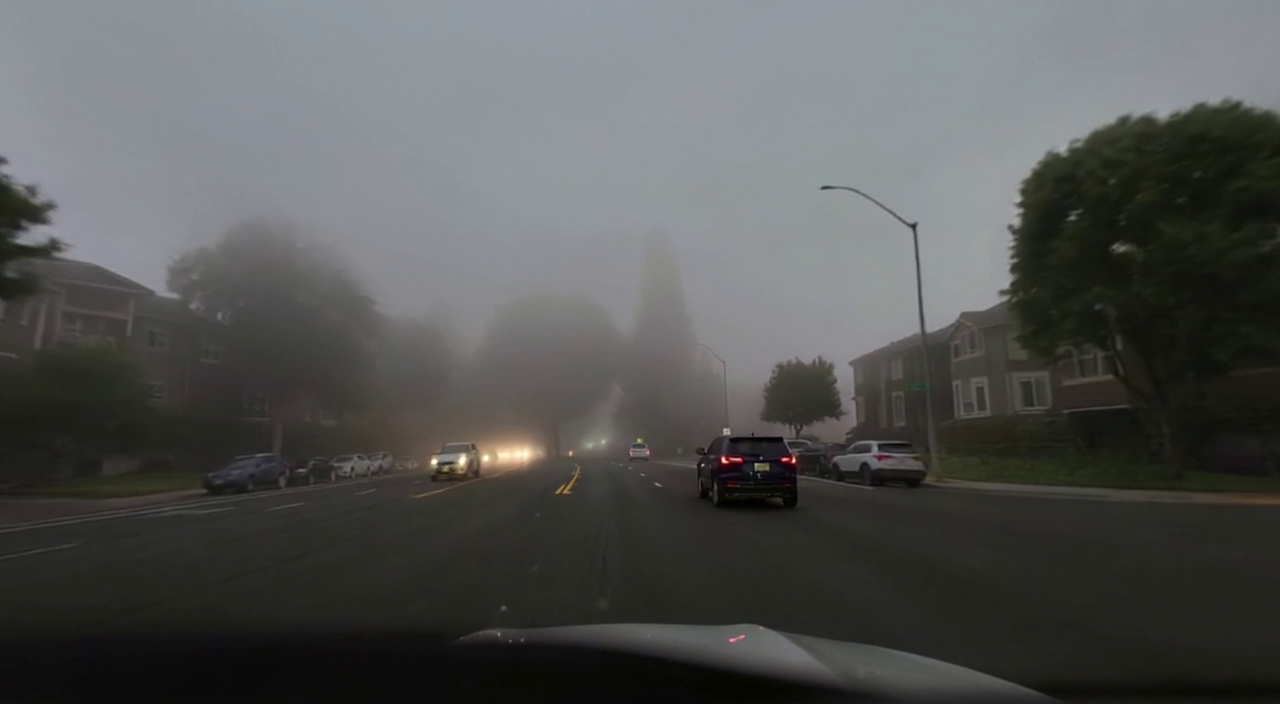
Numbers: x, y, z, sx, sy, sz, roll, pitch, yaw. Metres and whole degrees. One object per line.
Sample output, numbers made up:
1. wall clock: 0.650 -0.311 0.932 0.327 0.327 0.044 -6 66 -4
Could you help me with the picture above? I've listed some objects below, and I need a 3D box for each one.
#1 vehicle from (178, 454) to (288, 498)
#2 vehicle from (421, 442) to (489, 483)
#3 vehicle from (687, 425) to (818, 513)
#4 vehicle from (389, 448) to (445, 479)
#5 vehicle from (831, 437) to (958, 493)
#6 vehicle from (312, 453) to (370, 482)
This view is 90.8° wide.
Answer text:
1. vehicle: -18.678 5.656 29.296 2.145 1.764 4.653 0 -8 -3
2. vehicle: -9.084 5.435 31.496 2.233 1.850 4.801 0 -8 -4
3. vehicle: 2.458 2.706 15.100 2.085 1.763 4.490 0 -8 -3
4. vehicle: -13.397 6.679 38.219 2.008 1.759 4.485 0 -9 -3
5. vehicle: 8.927 3.987 22.762 2.186 1.750 4.805 1 -9 -5
6. vehicle: -19.590 7.550 41.656 1.871 1.712 4.710 0 -8 -5
